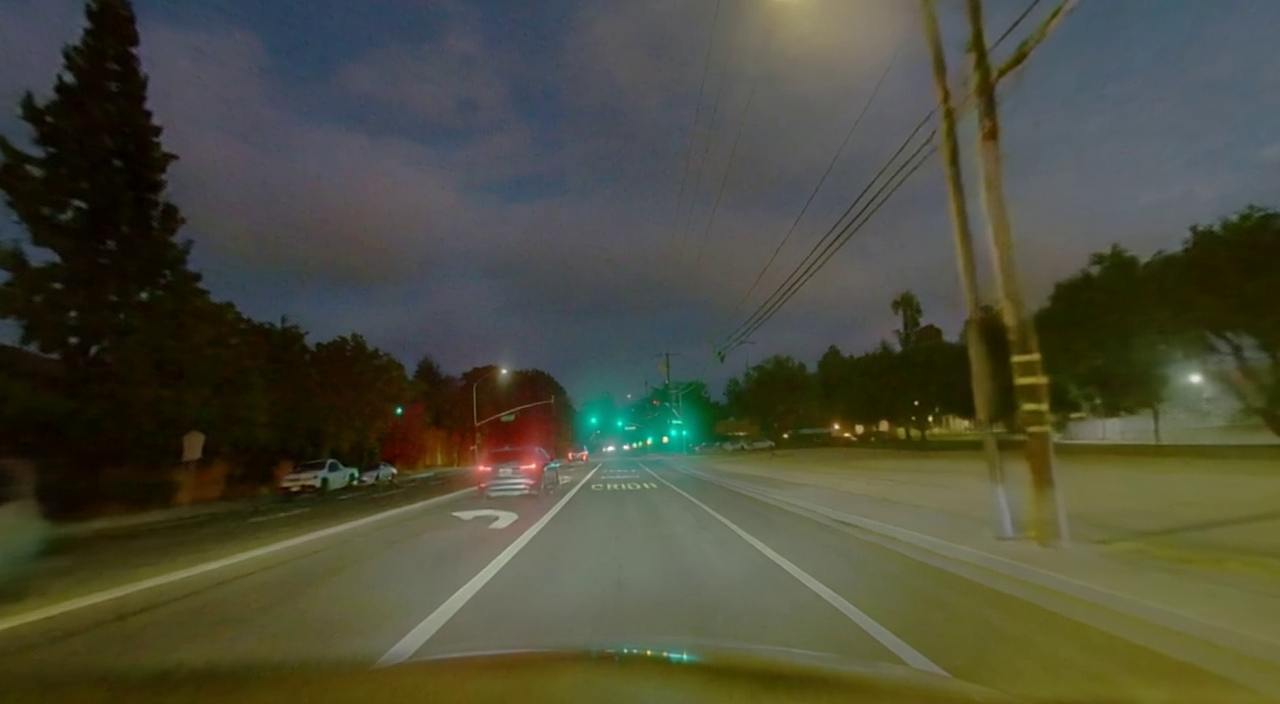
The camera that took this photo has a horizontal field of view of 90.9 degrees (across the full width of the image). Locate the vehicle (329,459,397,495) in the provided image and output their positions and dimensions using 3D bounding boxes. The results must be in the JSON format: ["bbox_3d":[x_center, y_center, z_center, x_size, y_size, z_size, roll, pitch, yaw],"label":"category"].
[{"bbox_3d":[-15.065,6.779,34.500,1.860,1.490,4.542,-4,-7,-2],"label":"vehicle"}]

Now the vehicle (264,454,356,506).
[{"bbox_3d":[-14.792,5.705,28.605,1.972,1.887,4.777,-3,-7,-5],"label":"vehicle"}]

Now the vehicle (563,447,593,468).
[{"bbox_3d":[-4.838,8.277,49.625,2.060,1.530,4.121,0,-8,-1],"label":"vehicle"}]

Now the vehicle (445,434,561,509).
[{"bbox_3d":[-3.455,3.115,16.941,2.084,1.701,4.734,0,-8,0],"label":"vehicle"}]
